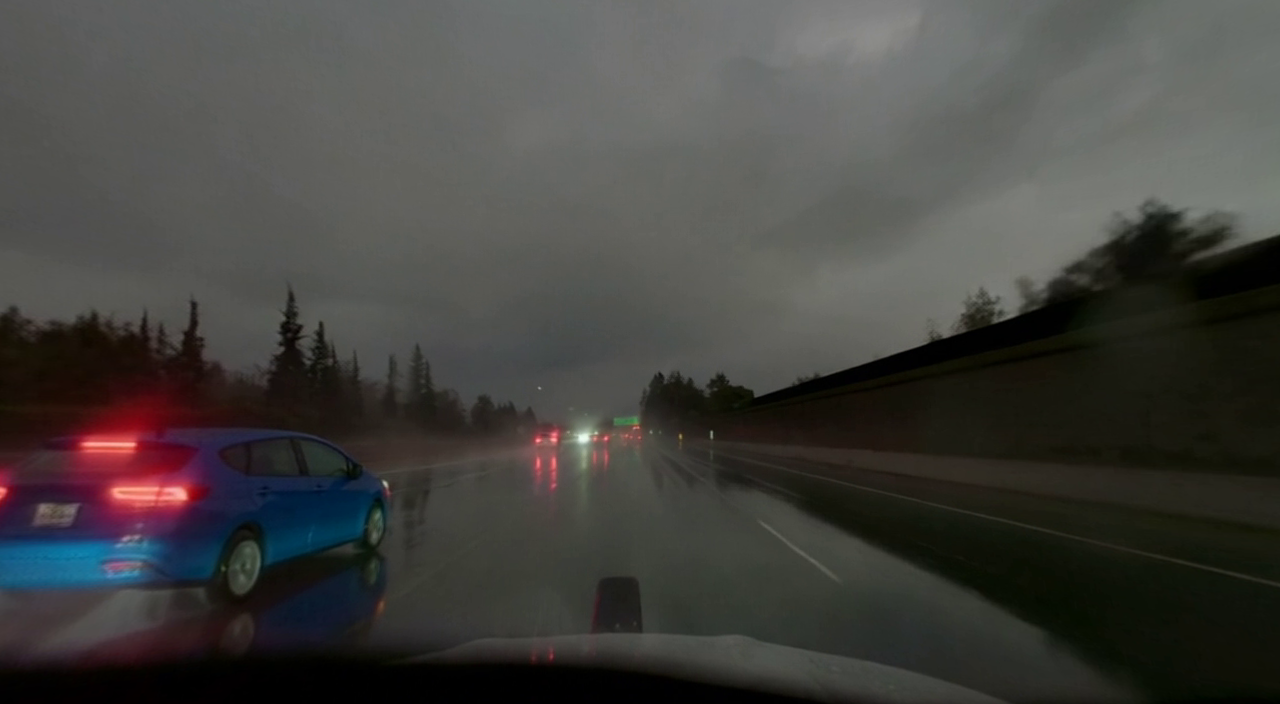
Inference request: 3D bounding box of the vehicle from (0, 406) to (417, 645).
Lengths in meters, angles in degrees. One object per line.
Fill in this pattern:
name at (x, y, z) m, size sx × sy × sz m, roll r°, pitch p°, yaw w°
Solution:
vehicle at (-3.921, 1.363, 6.000) m, size 2.079 × 1.500 × 3.881 m, roll 0°, pitch -8°, yaw 1°
